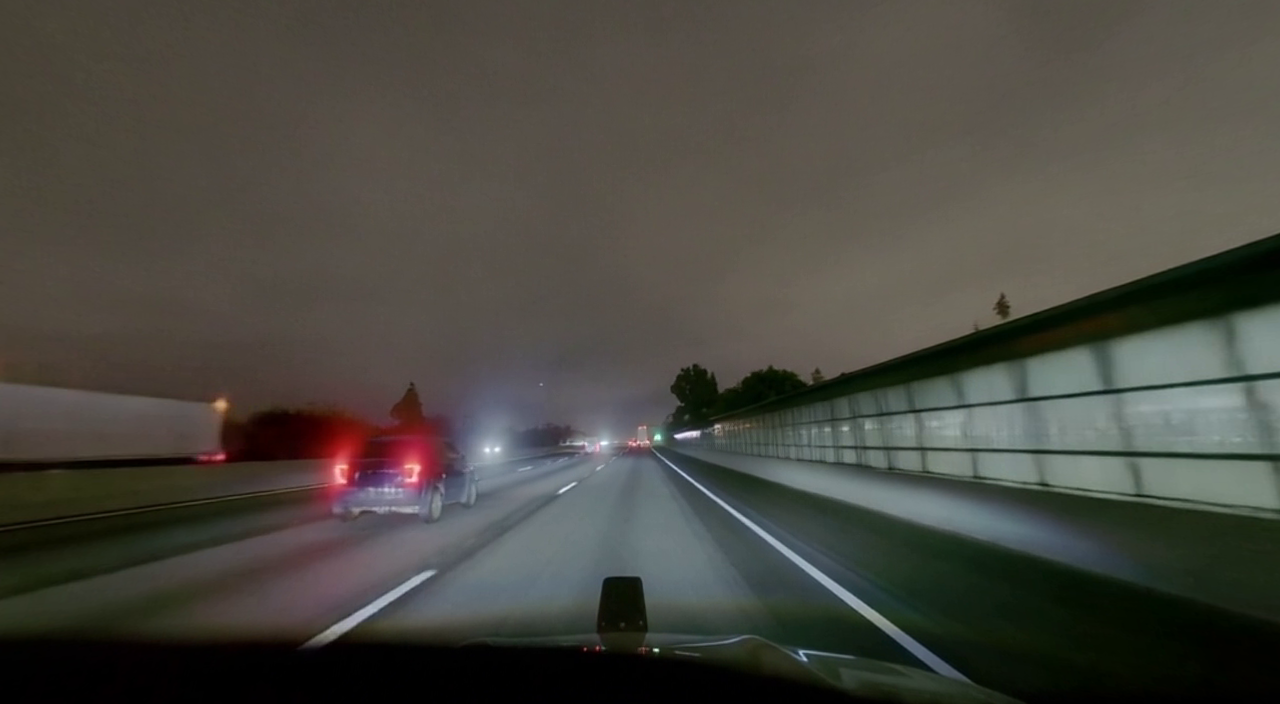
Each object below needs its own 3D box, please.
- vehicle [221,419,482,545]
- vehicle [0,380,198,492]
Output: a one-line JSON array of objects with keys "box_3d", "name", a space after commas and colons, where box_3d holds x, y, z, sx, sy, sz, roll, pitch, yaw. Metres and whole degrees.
[{"box_3d": [-4.113, 1.926, 9.959, 2.059, 1.541, 4.296, 0, -8, 0], "name": "vehicle"}, {"box_3d": [-24.669, 3.499, 25.768, 2.898, 4.038, 13.949, 0, -8, 0], "name": "vehicle"}]
